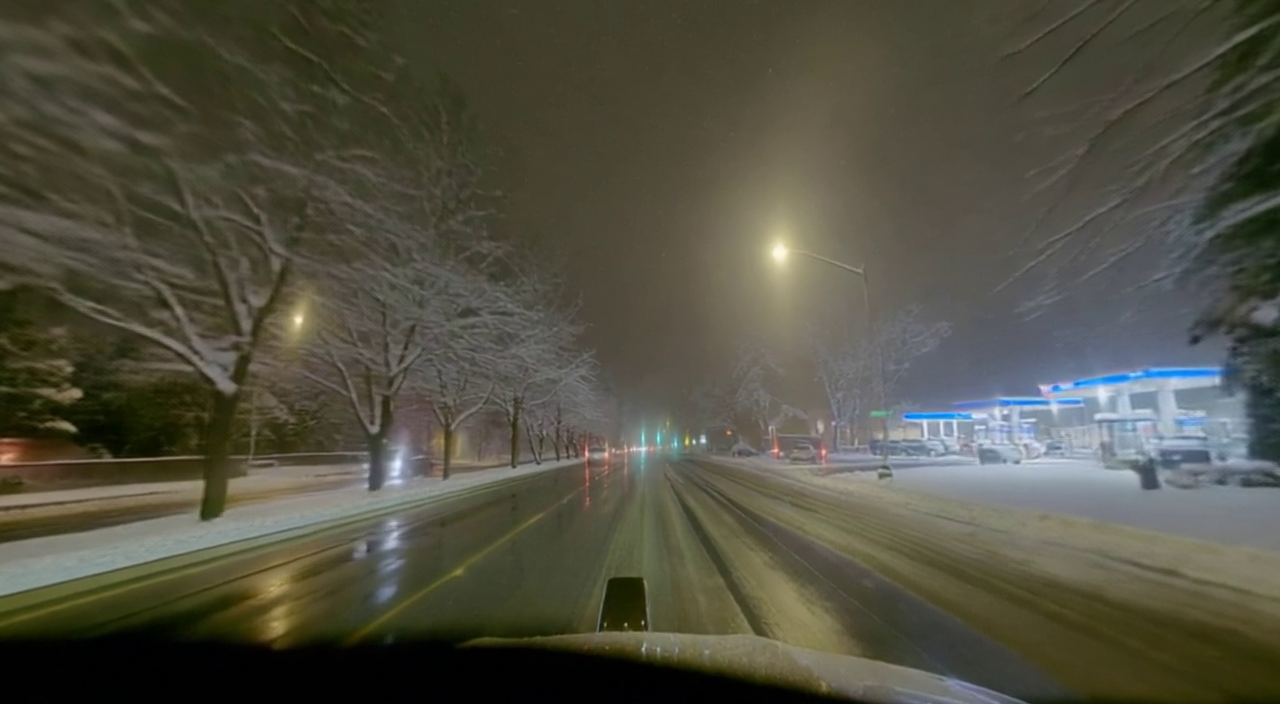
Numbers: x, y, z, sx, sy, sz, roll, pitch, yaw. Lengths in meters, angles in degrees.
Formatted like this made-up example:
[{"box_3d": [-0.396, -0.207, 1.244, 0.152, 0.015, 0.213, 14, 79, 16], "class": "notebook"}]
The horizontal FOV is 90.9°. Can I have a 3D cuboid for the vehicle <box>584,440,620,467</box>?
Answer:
[{"box_3d": [-2.687, 7.374, 45.846, 2.196, 1.801, 4.542, 0, -9, 1], "class": "vehicle"}]

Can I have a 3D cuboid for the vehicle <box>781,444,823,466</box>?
[{"box_3d": [11.885, 7.571, 46.568, 1.967, 1.500, 4.353, -1, -9, 1], "class": "vehicle"}]

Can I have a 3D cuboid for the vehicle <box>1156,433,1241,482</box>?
[{"box_3d": [20.837, 3.902, 23.456, 4.394, 1.624, 1.803, 8, -13, -43], "class": "vehicle"}]

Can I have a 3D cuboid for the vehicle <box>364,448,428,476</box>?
[{"box_3d": [-14.712, 6.653, 38.298, 1.894, 1.574, 4.655, 0, -9, 2], "class": "vehicle"}]

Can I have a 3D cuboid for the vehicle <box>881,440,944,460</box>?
[{"box_3d": [21.539, 7.733, 49.735, 4.674, 1.471, 1.954, 4, -10, -28], "class": "vehicle"}]

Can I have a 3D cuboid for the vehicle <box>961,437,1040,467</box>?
[{"box_3d": [21.459, 5.913, 37.478, 4.484, 1.697, 1.959, 5, -10, -30], "class": "vehicle"}]
